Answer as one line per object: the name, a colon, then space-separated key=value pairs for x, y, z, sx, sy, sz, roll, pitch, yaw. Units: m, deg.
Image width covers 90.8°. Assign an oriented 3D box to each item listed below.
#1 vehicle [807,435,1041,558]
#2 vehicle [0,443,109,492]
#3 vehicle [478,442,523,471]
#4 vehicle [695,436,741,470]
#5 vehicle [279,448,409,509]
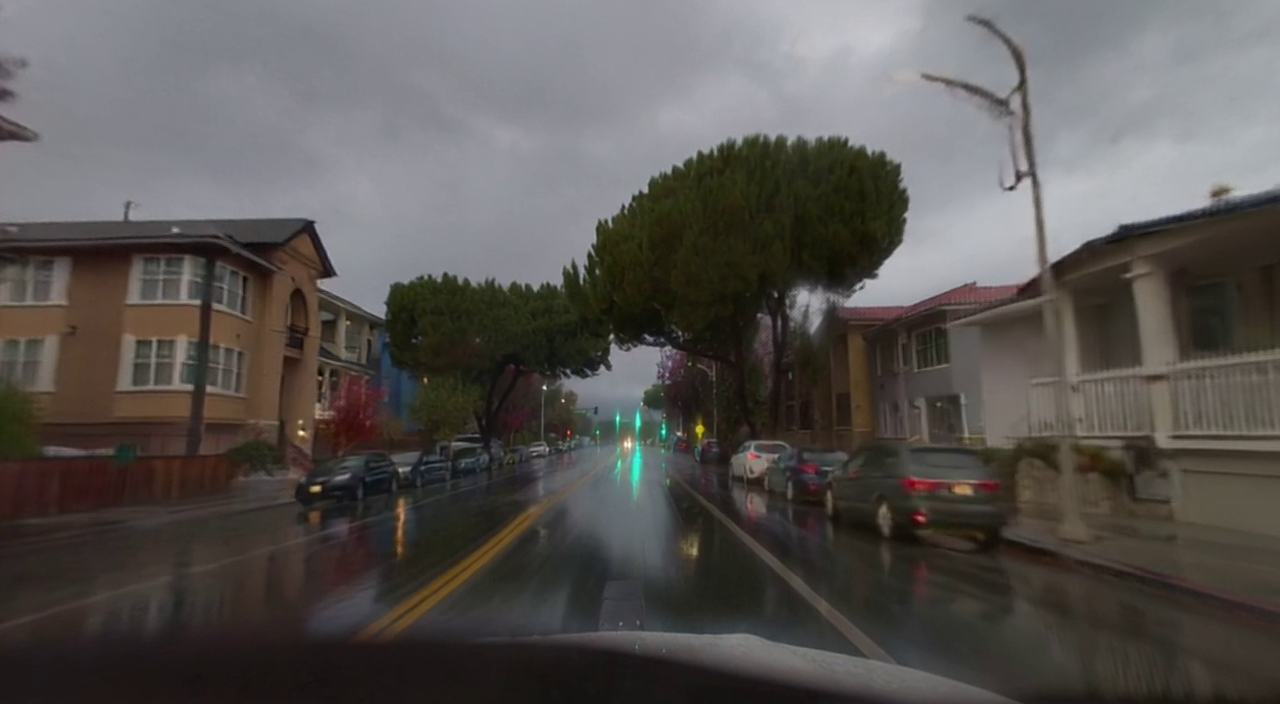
vehicle: x=4.163 y=2.152 z=10.095 sx=1.845 sy=1.556 sz=3.929 roll=0 pitch=-9 yaw=-1
vehicle: x=-20.456 y=3.852 z=21.395 sx=1.800 sy=1.475 sz=3.604 roll=0 pitch=-9 yaw=-1
vehicle: x=-8.275 y=6.196 z=37.675 sx=1.883 sy=1.565 sz=3.655 roll=-2 pitch=-8 yaw=-1
vehicle: x=4.138 y=5.470 z=34.191 sx=1.889 sy=1.703 sz=4.253 roll=0 pitch=-9 yaw=-1
vehicle: x=-8.143 y=3.486 z=17.826 sx=1.852 sy=1.482 sz=3.916 roll=-1 pitch=-9 yaw=-2
